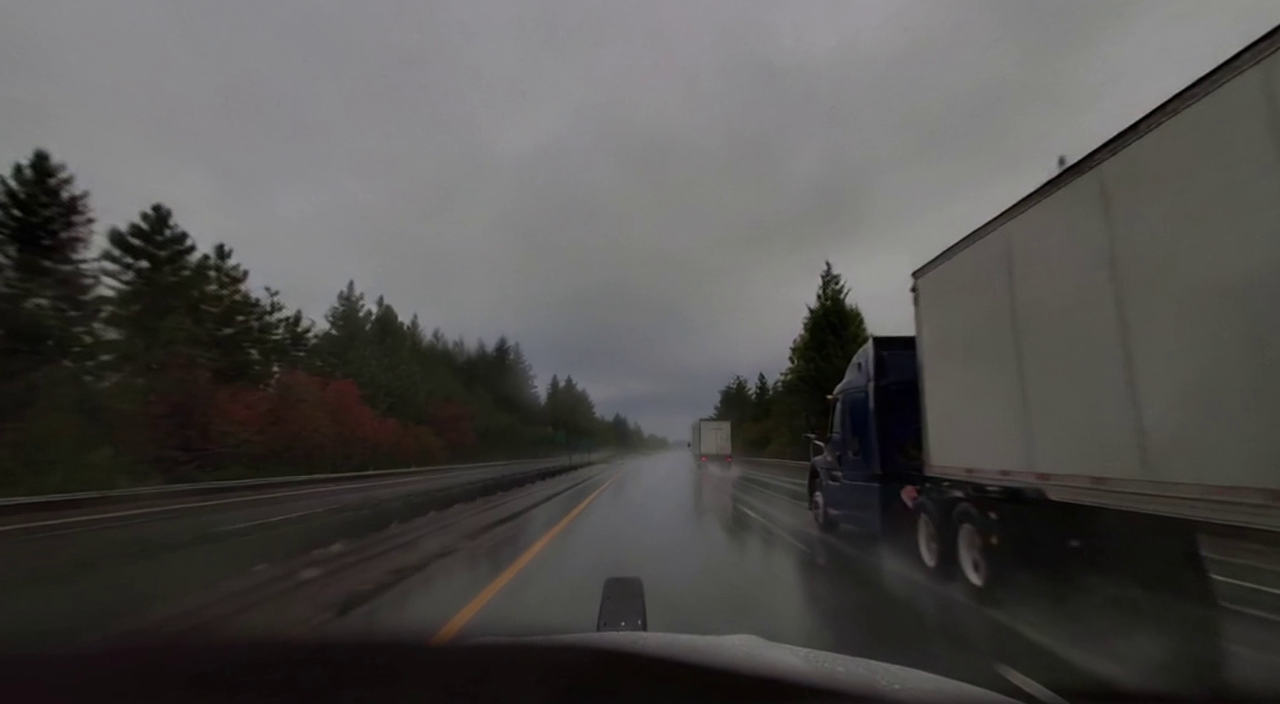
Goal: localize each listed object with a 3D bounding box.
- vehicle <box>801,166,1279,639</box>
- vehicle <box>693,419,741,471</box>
[{"bbox_3d":[4.295,0.755,7.791,2.990,3.561,6.145,0,-9,1],"label":"vehicle"},{"bbox_3d":[5.276,6.600,44.508,2.682,3.349,7.138,0,-9,2],"label":"vehicle"}]
